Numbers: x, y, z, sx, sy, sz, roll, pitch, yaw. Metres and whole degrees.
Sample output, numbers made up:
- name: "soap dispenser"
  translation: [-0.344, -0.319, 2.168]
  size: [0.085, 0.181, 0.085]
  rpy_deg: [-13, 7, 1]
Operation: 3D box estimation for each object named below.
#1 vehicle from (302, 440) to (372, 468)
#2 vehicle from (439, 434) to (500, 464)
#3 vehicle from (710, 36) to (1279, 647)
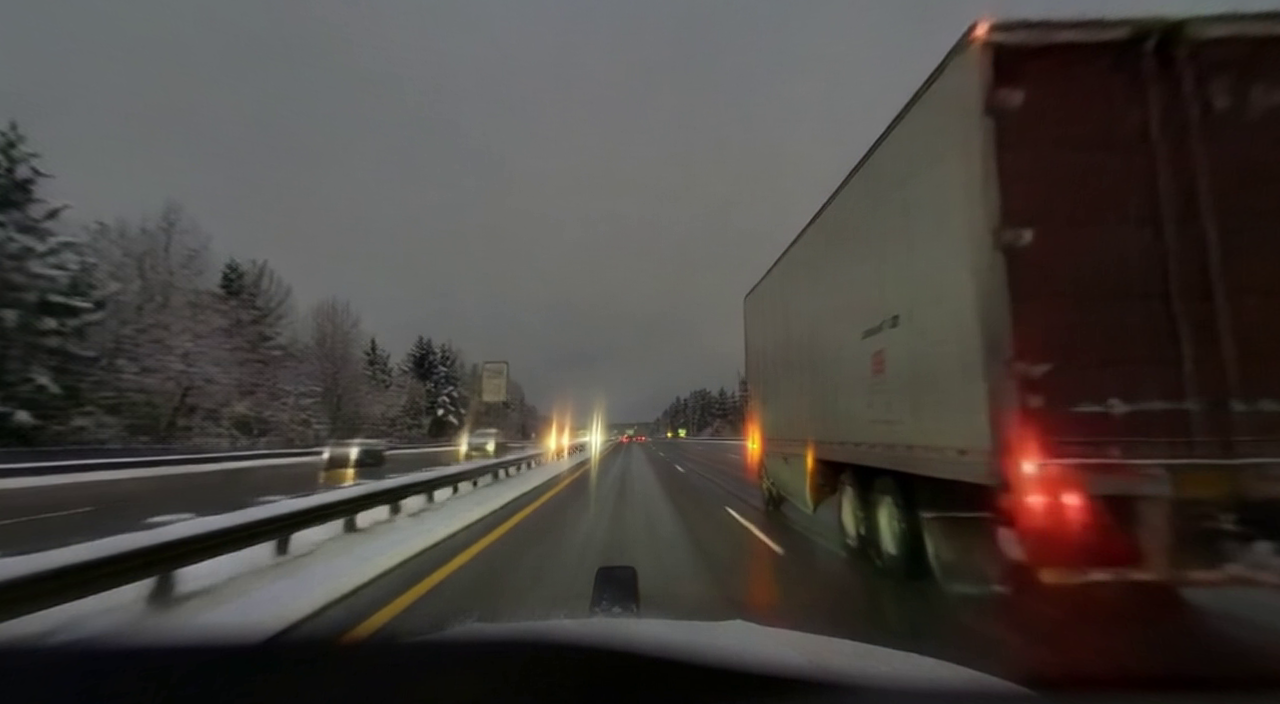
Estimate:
- name: "vehicle"
  translation: [-17.469, 5.877, 36.556]
  size: [1.854, 1.471, 4.586]
  rpy_deg: [0, -7, -1]
- name: "vehicle"
  translation: [-8.966, 5.129, 33.563]
  size: [2.050, 1.466, 4.588]
  rpy_deg: [0, -7, -1]
- name: "vehicle"
  translation: [3.541, 0.667, 10.704]
  size: [2.954, 3.995, 13.335]
  rpy_deg: [0, -7, -1]
